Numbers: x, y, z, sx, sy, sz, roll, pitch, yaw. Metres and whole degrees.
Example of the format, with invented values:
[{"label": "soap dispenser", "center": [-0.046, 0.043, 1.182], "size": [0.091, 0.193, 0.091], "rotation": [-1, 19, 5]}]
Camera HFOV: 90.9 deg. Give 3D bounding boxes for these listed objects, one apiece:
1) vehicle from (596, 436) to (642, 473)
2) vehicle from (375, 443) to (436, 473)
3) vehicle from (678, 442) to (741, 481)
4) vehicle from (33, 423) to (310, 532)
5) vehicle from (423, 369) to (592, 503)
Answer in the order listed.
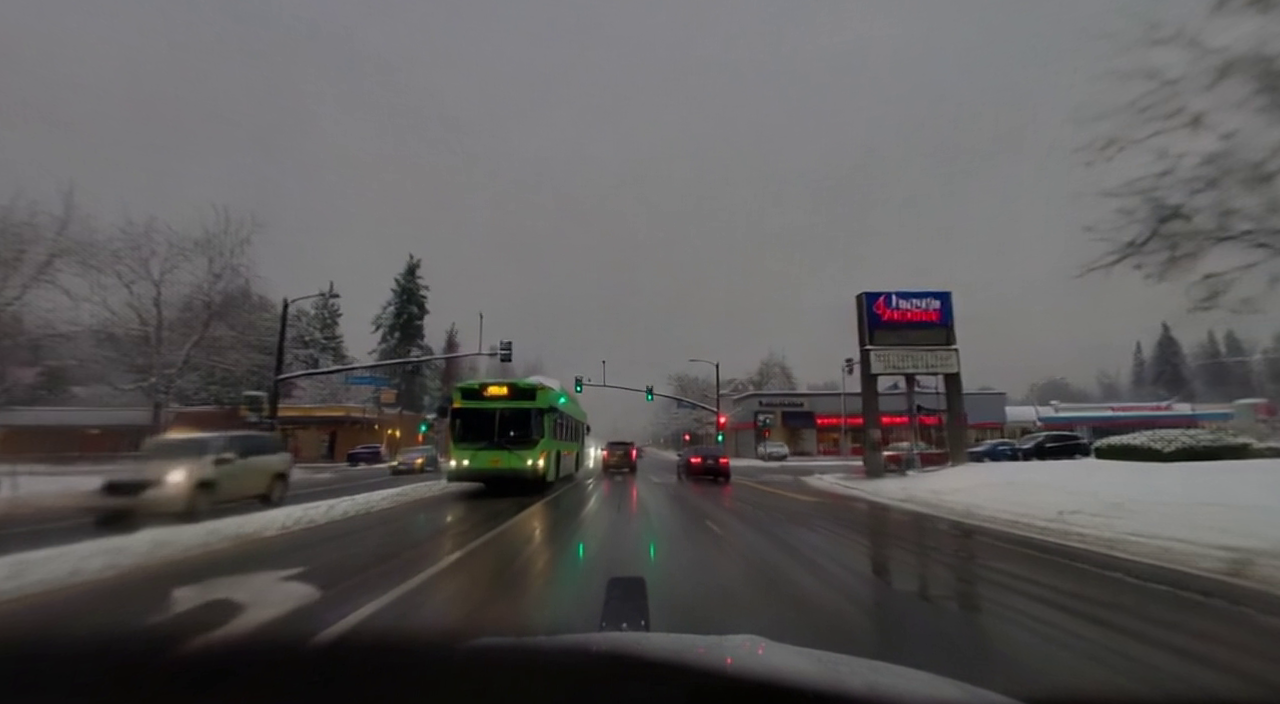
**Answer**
[{"label": "vehicle", "center": [-1.183, 5.531, 34.229], "size": [2.301, 1.837, 4.411], "rotation": [0, -8, -3]}, {"label": "vehicle", "center": [-13.780, 6.228, 37.300], "size": [2.072, 1.675, 4.190], "rotation": [0, -8, -2]}, {"label": "vehicle", "center": [2.857, 4.593, 26.765], "size": [2.046, 1.540, 3.883], "rotation": [0, -8, -3]}, {"label": "vehicle", "center": [-8.779, 2.361, 12.491], "size": [2.157, 1.731, 4.433], "rotation": [0, -8, -2]}, {"label": "vehicle", "center": [-3.708, 3.036, 22.172], "size": [3.018, 3.217, 13.998], "rotation": [0, -8, 0]}]
